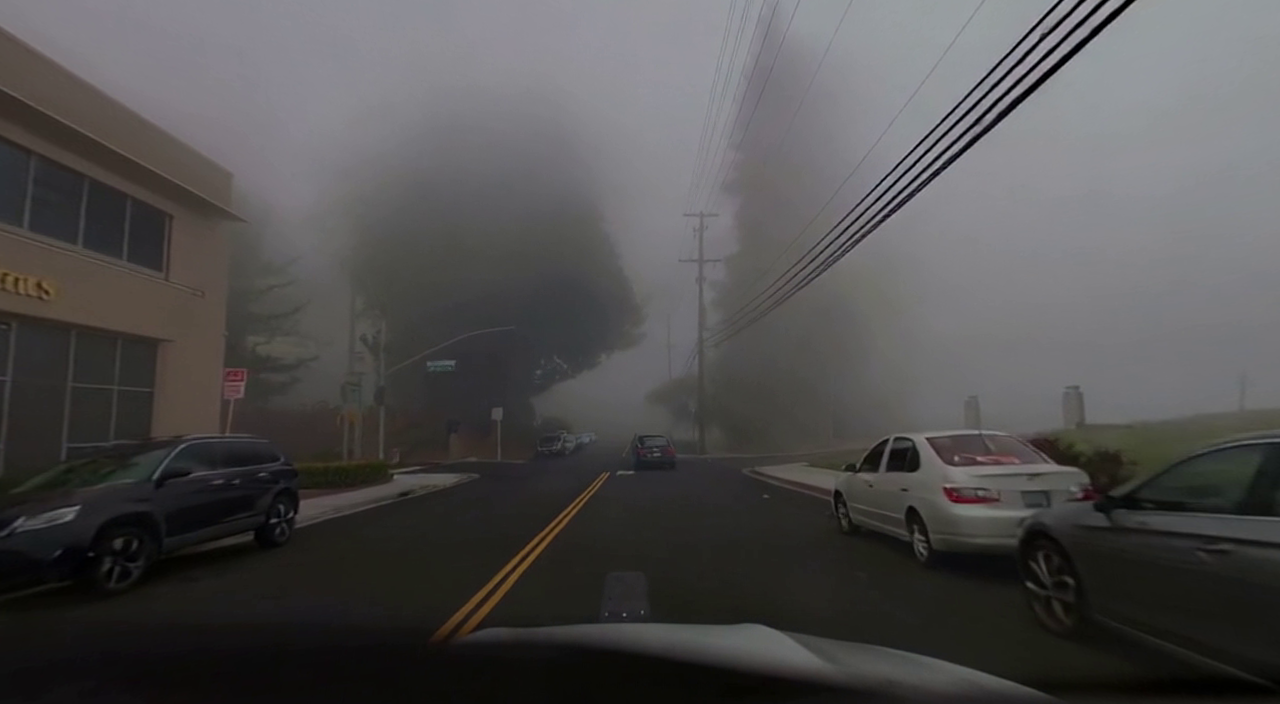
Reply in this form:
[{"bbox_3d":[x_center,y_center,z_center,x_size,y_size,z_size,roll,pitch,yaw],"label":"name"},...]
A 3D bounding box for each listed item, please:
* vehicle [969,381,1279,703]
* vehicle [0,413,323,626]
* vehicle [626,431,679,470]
[{"bbox_3d":[3.695,1.009,3.217,1.915,1.591,4.087,0,-8,2],"label":"vehicle"},{"bbox_3d":[-6.253,1.833,8.031,2.126,1.864,4.831,0,-8,-3],"label":"vehicle"},{"bbox_3d":[0.462,4.249,27.329,2.125,1.524,4.404,0,-8,-1],"label":"vehicle"}]
